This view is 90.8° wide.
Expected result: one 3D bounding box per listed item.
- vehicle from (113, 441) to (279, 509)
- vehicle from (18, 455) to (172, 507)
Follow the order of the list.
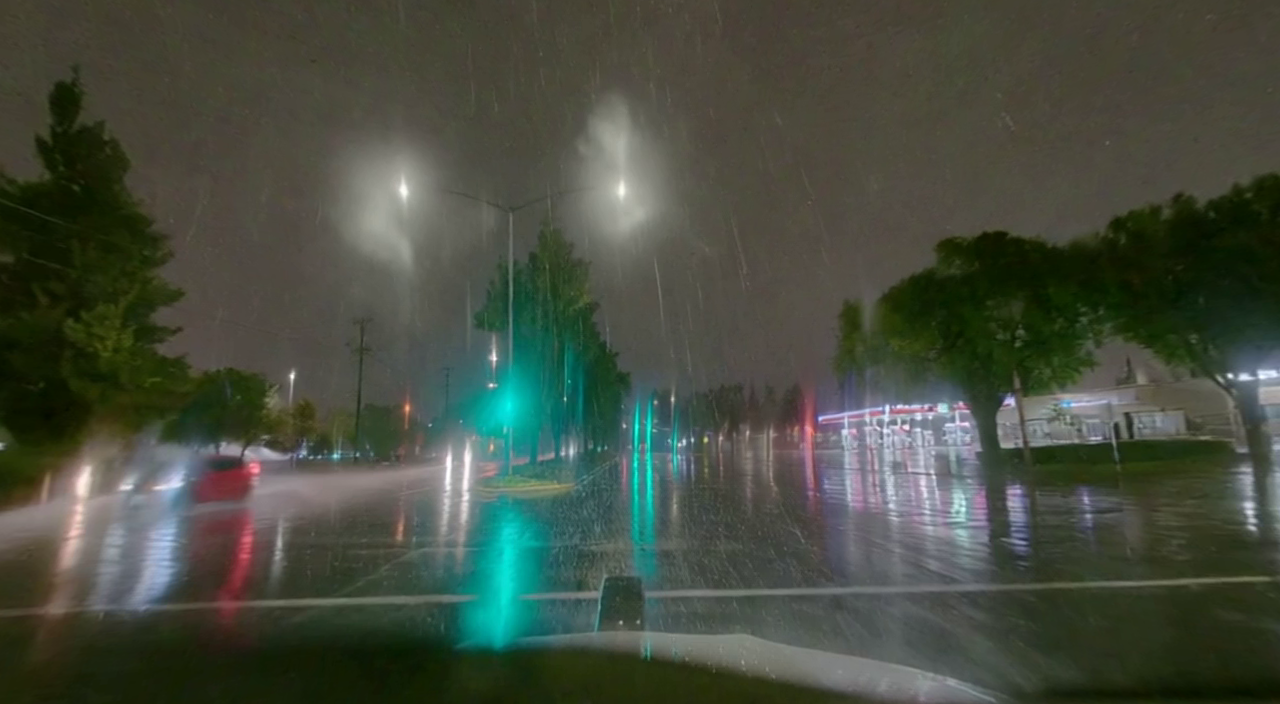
[{"bbox_3d":[-12.623,3.475,18.347,1.876,1.722,3.984,0,-8,0],"label":"vehicle"},{"bbox_3d":[-21.718,5.116,25.535,2.034,1.783,4.796,0,-8,-2],"label":"vehicle"}]
